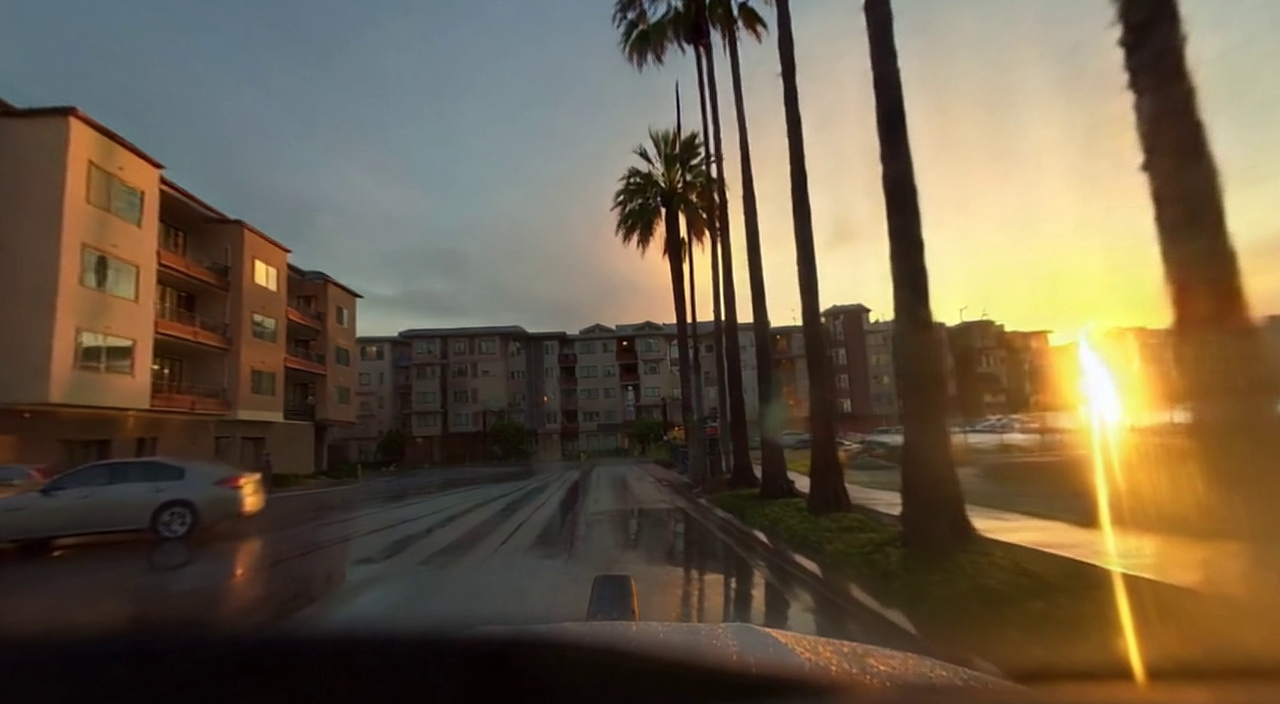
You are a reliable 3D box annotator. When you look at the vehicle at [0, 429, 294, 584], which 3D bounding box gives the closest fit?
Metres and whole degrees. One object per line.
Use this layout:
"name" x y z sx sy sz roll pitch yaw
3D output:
"vehicle" -7.182 1.847 7.715 4.803 1.520 1.894 -2 -7 -6
